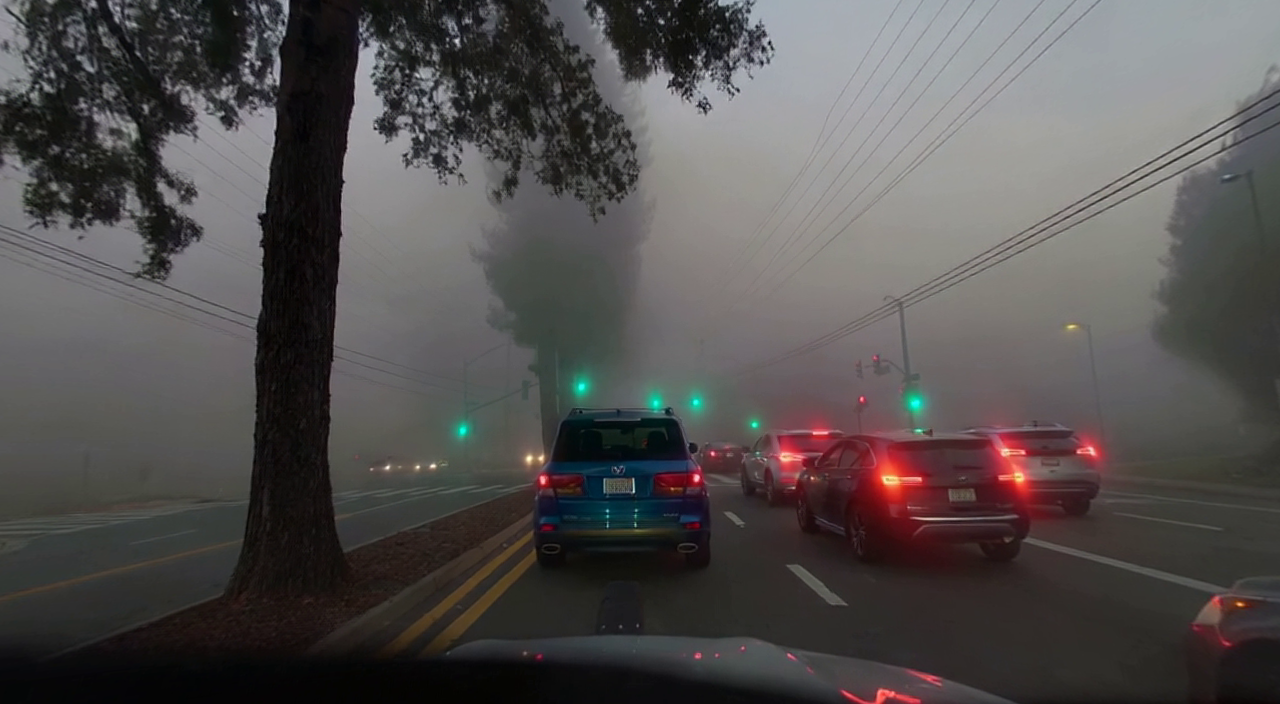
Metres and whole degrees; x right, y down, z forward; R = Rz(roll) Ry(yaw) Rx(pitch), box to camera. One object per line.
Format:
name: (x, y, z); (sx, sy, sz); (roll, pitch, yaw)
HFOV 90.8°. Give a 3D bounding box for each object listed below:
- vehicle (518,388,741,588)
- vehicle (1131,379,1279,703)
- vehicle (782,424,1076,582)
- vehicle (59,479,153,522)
vehicle: (-0.135, 1.689, 8.582); (2.231, 1.998, 4.254); (0, -9, -1)
vehicle: (3.274, 0.628, 0.747); (1.889, 1.517, 4.308); (0, -9, 0)
vehicle: (3.436, 1.865, 8.670); (1.880, 1.579, 4.401); (0, -9, -1)
vehicle: (-26.361, 7.334, 31.190); (4.526, 1.715, 1.989); (-11, -13, 29)
